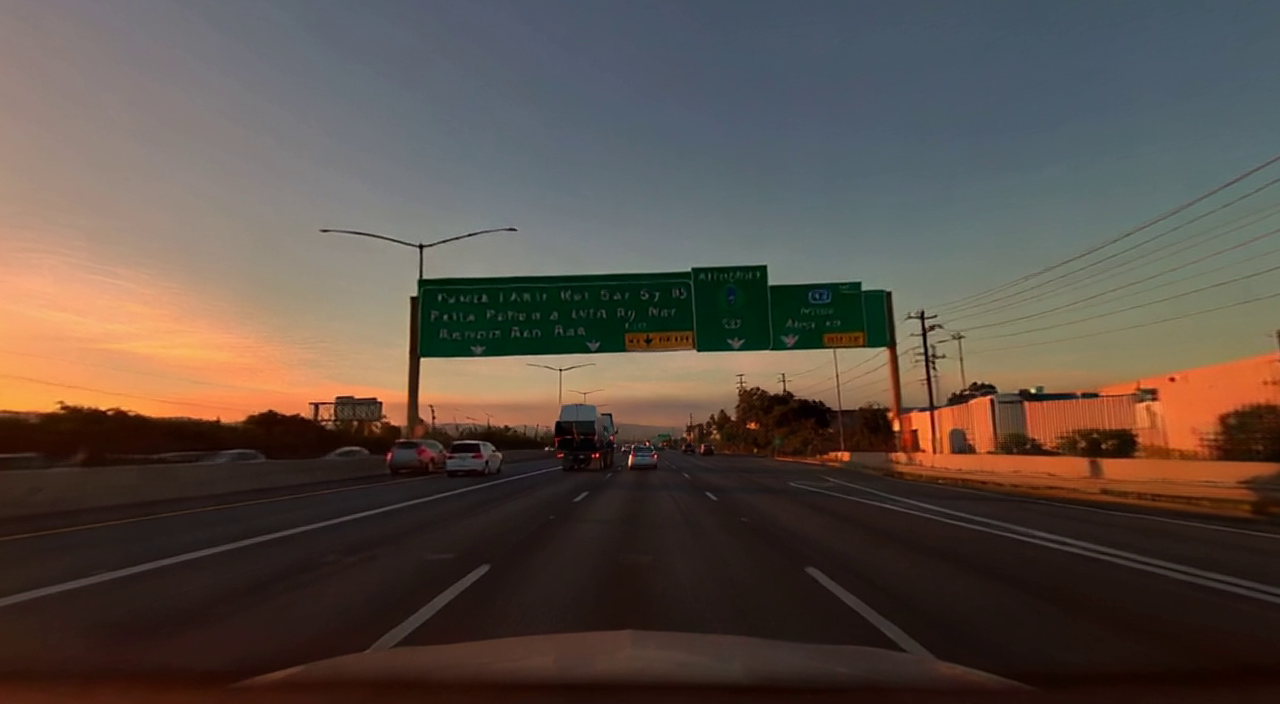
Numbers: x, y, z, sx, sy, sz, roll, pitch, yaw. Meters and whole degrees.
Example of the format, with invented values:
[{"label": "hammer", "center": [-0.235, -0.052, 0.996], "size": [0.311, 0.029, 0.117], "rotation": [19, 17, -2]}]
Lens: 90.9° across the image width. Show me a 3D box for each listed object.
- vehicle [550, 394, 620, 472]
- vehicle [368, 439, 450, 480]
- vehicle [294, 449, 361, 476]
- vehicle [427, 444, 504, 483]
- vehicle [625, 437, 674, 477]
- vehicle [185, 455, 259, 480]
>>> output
[{"label": "vehicle", "center": [-3.307, 5.736, 43.432], "size": [2.888, 4.308, 16.259], "rotation": [0, -8, 2]}, {"label": "vehicle", "center": [-10.320, 4.817, 28.542], "size": [1.997, 1.692, 4.294], "rotation": [0, -8, 1]}, {"label": "vehicle", "center": [-19.539, 6.907, 39.630], "size": [1.958, 1.504, 4.309], "rotation": [0, -8, 1]}, {"label": "vehicle", "center": [-7.193, 4.606, 26.485], "size": [1.945, 1.482, 4.109], "rotation": [0, -8, 2]}, {"label": "vehicle", "center": [0.464, 5.250, 31.761], "size": [2.279, 1.837, 4.747], "rotation": [0, -8, 0]}, {"label": "vehicle", "center": [-26.472, 7.298, 40.142], "size": [1.765, 1.427, 4.213], "rotation": [0, -8, 1]}]
